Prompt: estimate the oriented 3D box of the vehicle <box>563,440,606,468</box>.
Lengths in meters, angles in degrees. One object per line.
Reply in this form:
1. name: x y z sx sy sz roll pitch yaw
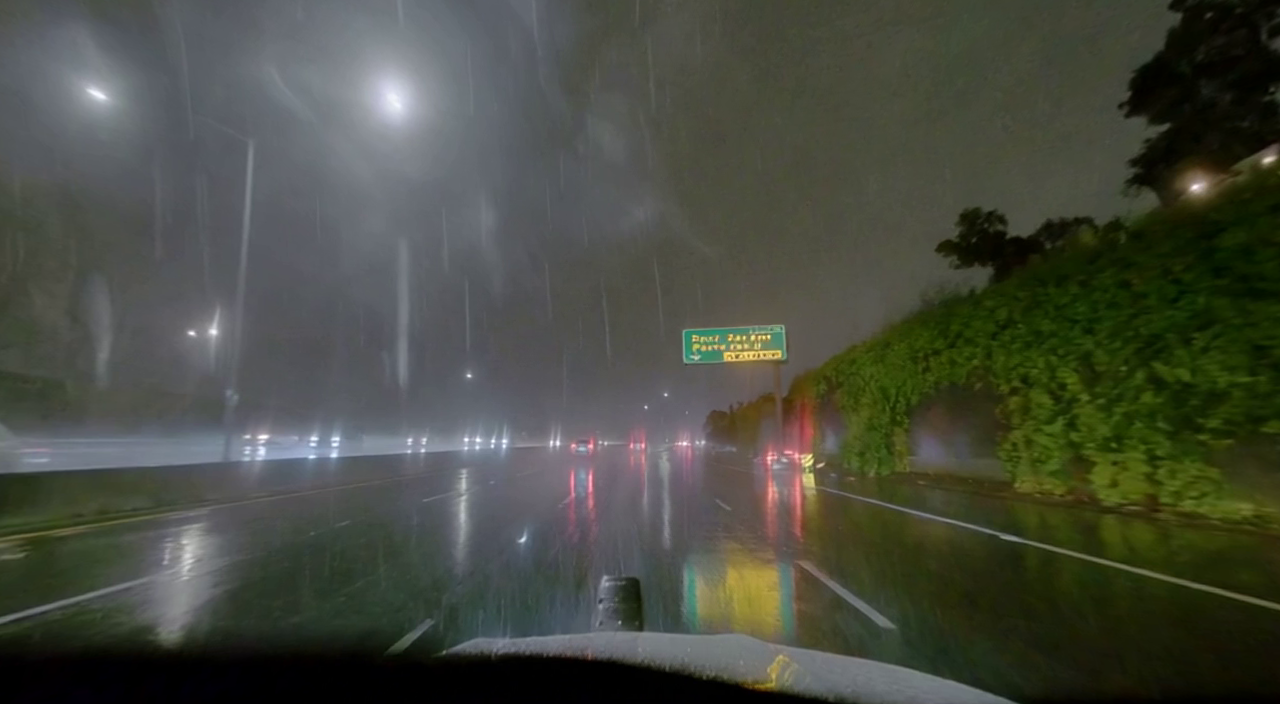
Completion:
1. vehicle: -3.280 6.114 37.934 2.088 1.565 4.410 0 -8 1
